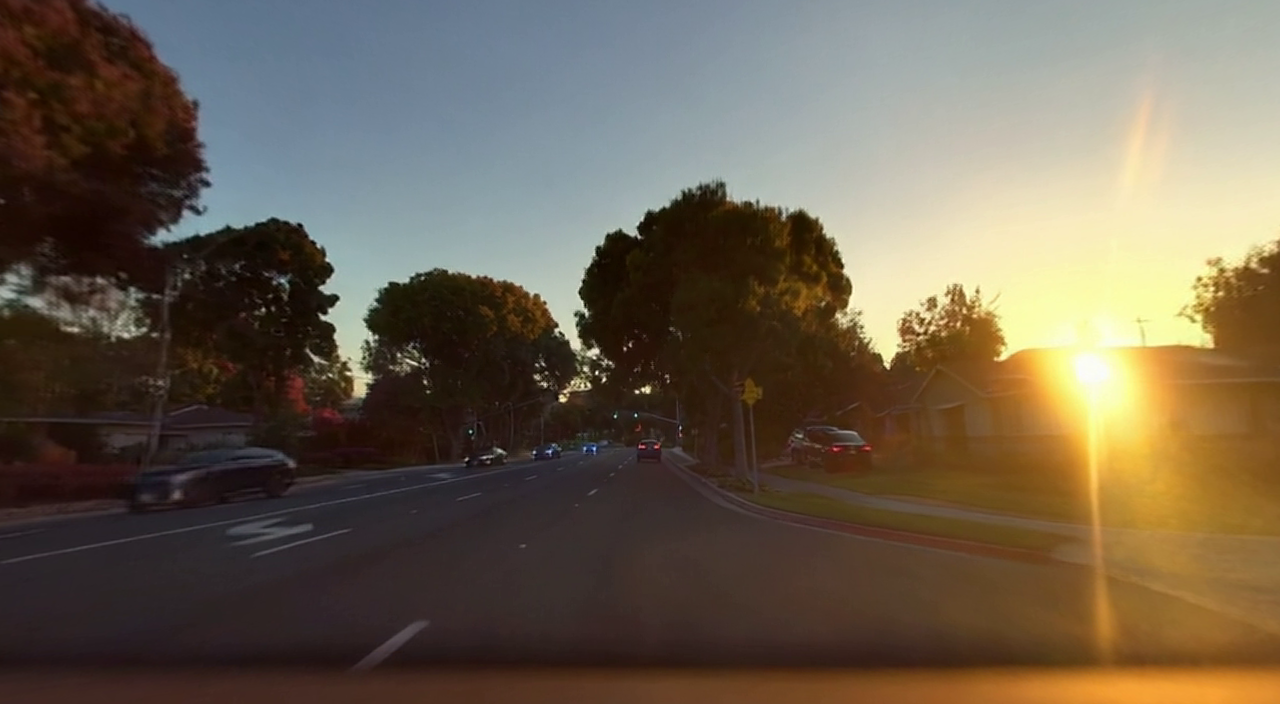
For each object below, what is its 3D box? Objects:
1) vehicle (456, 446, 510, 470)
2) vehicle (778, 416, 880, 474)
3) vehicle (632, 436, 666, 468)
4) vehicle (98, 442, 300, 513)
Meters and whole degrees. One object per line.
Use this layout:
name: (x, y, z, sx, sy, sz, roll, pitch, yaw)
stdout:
vehicle: (-10.777, 7.335, 43.645, 2.176, 1.528, 4.750, -1, -9, 5)
vehicle: (8.214, 4.164, 28.276, 2.531, 2.263, 6.802, 0, -9, 1)
vehicle: (0.580, 6.441, 40.809, 2.059, 1.908, 4.714, 0, -8, 1)
vehicle: (-12.665, 3.593, 18.637, 2.397, 1.802, 4.855, 0, -9, 1)
